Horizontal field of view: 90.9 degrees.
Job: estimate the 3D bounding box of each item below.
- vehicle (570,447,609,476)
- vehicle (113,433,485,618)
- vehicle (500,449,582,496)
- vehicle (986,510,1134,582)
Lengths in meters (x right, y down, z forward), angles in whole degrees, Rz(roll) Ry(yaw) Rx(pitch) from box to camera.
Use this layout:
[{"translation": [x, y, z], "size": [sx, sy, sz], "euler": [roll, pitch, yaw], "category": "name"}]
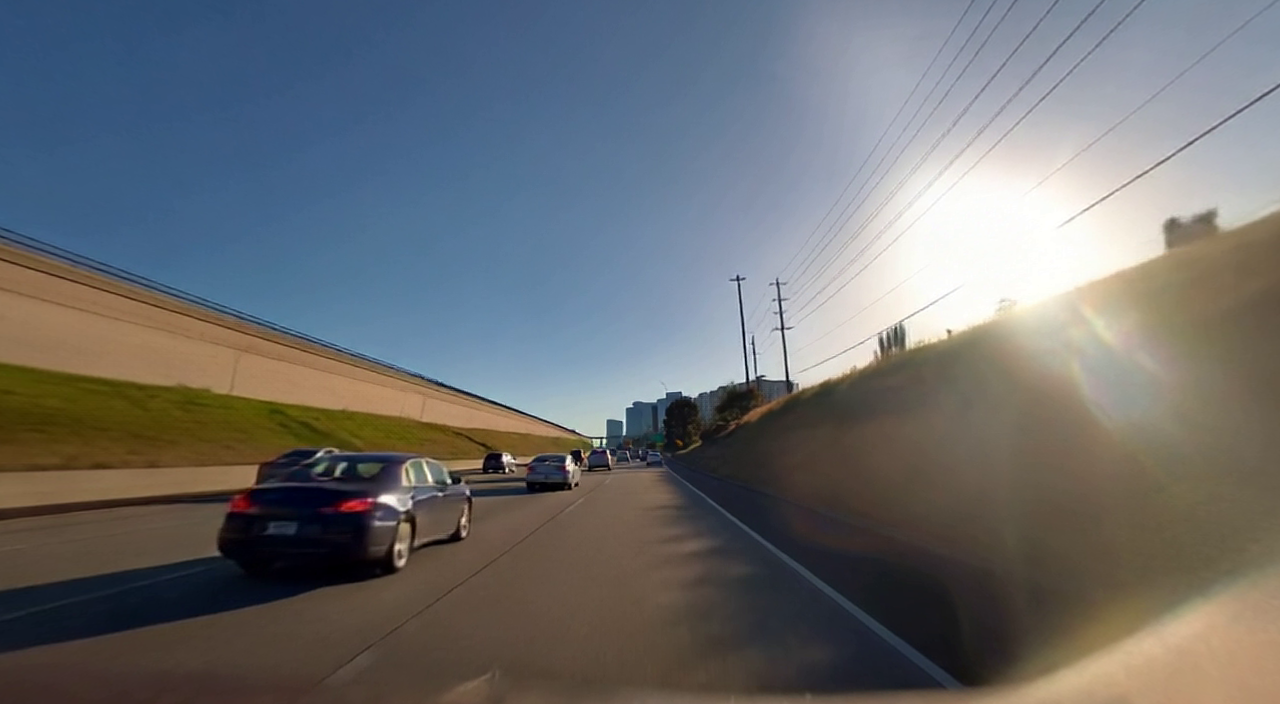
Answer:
[{"translation": [-3.194, 7.098, 41.092], "size": [2.052, 1.731, 4.372], "euler": [0, -8, 2], "category": "vehicle"}, {"translation": [-3.370, 1.752, 7.423], "size": [1.939, 1.511, 4.246], "euler": [0, -8, 1], "category": "vehicle"}, {"translation": [-3.343, 4.157, 22.217], "size": [2.056, 1.449, 4.330], "euler": [0, -8, 2], "category": "vehicle"}, {"translation": [12.676, 5.846, 19.373], "size": [1.853, 1.586, 3.727], "euler": [0, -8, -2], "category": "vehicle"}]
